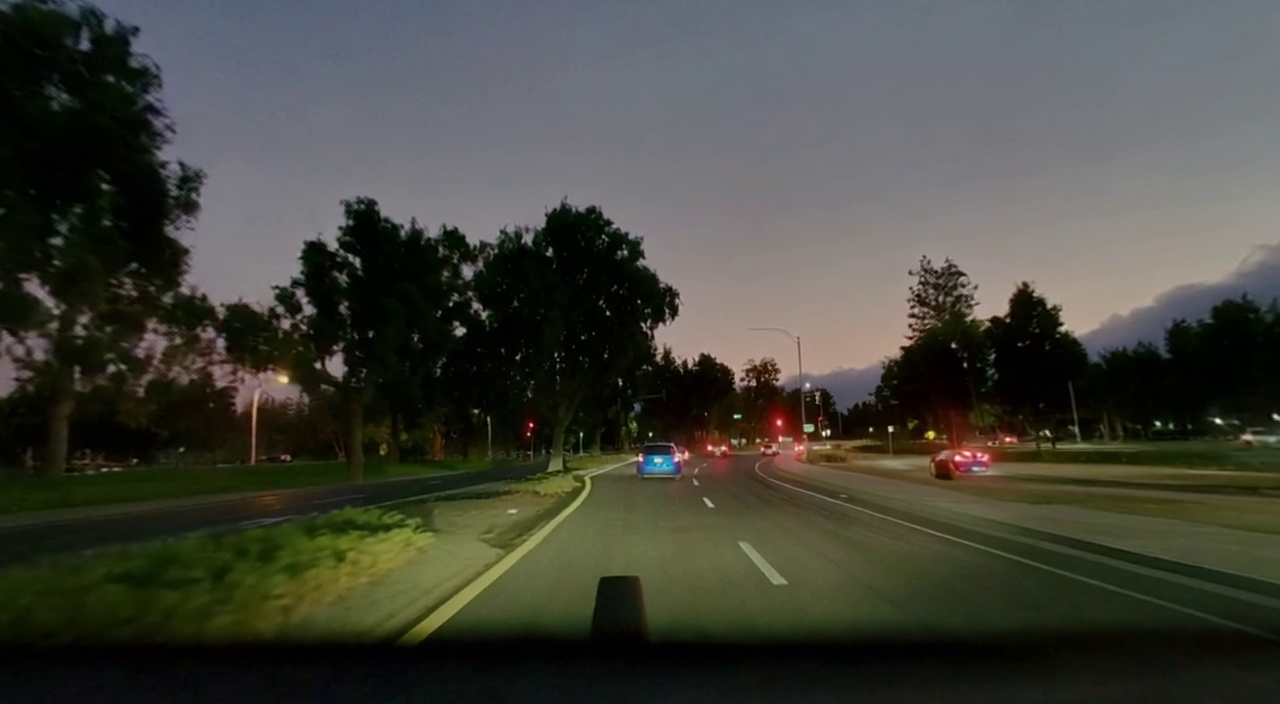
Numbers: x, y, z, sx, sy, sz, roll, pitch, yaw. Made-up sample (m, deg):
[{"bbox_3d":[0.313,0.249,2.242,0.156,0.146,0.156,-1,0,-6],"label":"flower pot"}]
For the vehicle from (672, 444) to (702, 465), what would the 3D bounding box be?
[{"bbox_3d":[3.553,7.627,47.210,2.001,1.479,4.387,-1,-8,7],"label":"vehicle"}]

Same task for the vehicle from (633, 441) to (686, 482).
[{"bbox_3d":[0.855,4.450,25.922,2.010,1.535,3.735,-1,-8,4],"label":"vehicle"}]
